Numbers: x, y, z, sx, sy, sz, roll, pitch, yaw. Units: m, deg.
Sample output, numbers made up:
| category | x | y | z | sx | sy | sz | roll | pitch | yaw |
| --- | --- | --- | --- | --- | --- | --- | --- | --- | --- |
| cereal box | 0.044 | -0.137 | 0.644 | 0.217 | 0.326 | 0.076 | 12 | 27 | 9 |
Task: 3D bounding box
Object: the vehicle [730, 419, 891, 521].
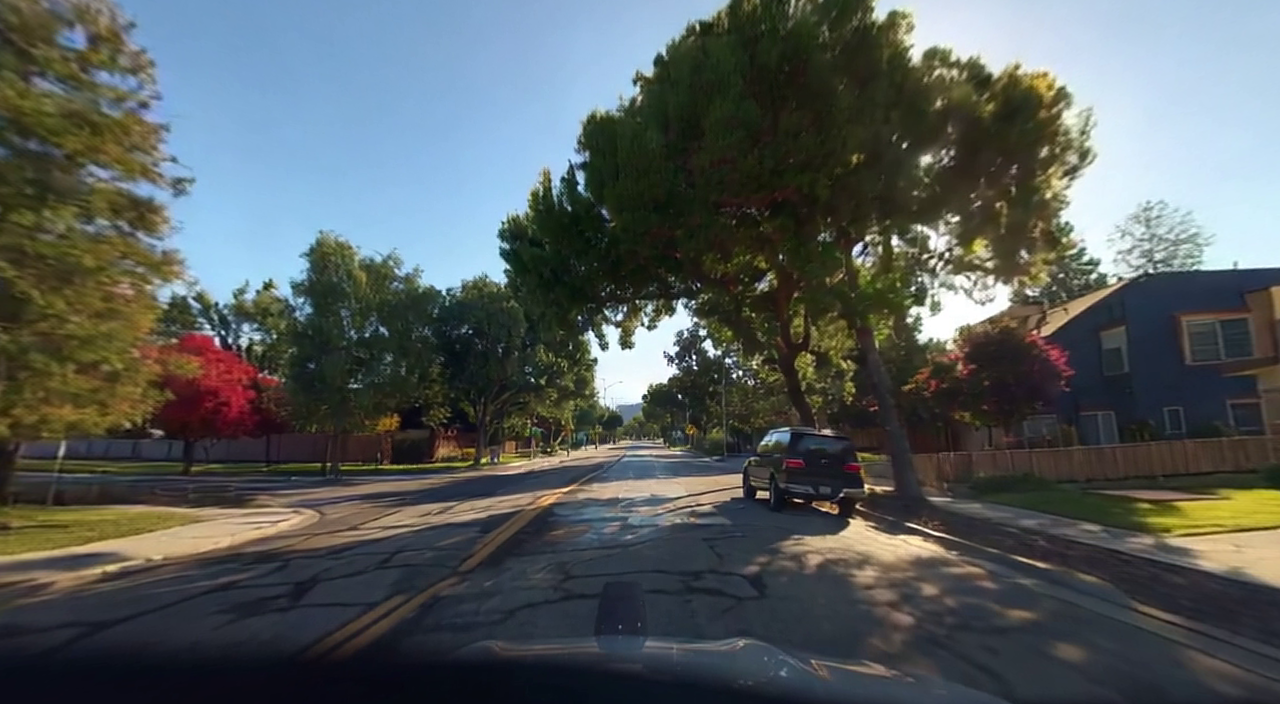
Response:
| category | x | y | z | sx | sy | sz | roll | pitch | yaw |
| --- | --- | --- | --- | --- | --- | --- | --- | --- | --- |
| vehicle | 3.221 | 2.336 | 13.010 | 2.086 | 1.726 | 4.384 | 0 | -8 | 0 |
